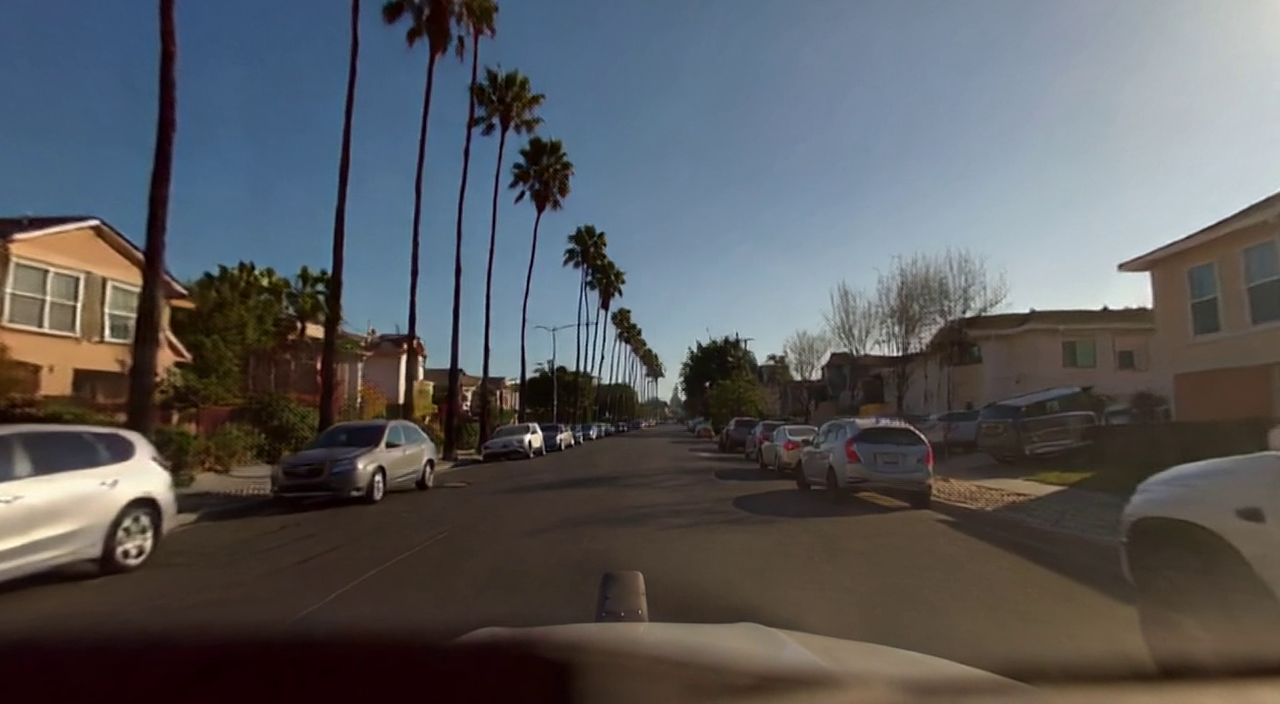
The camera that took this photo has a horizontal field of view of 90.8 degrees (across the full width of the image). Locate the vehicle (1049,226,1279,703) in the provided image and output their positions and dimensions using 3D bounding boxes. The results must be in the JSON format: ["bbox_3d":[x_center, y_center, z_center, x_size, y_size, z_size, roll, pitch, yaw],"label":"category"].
[{"bbox_3d":[4.027,0.410,1.073,2.649,2.232,6.576,4,-8,3],"label":"vehicle"}]

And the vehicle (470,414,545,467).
[{"bbox_3d":[-5.063,3.449,24.654,1.947,1.803,4.381,-2,-8,1],"label":"vehicle"}]

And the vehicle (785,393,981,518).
[{"bbox_3d":[4.271,1.928,12.100,1.964,1.889,4.708,0,-8,1],"label":"vehicle"}]

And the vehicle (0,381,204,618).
[{"bbox_3d":[-5.536,1.085,4.686,1.816,1.697,3.777,0,-8,1],"label":"vehicle"}]

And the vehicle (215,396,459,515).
[{"bbox_3d":[-5.430,1.969,12.386,2.020,1.819,5.168,0,-8,3],"label":"vehicle"}]
